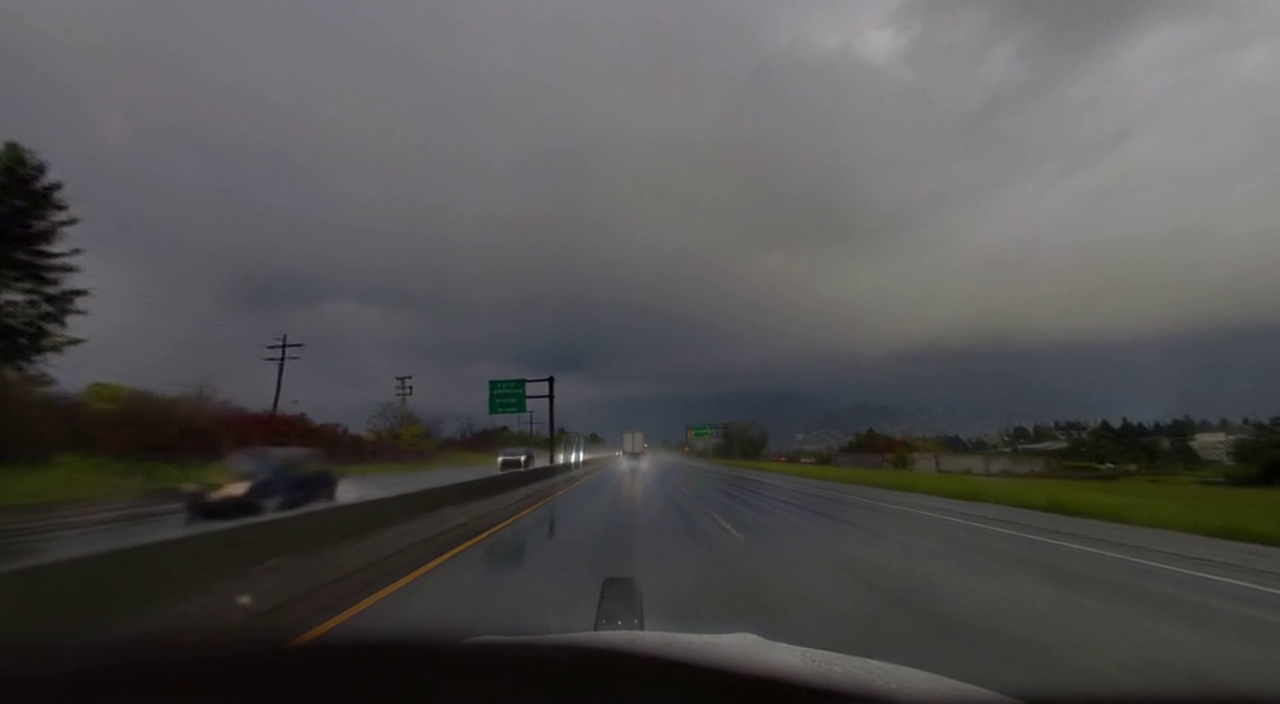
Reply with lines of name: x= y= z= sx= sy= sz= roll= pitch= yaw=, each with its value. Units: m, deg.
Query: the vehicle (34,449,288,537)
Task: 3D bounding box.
vehicle: x=-9.644 y=2.816 z=13.221 sx=1.868 sy=1.511 sz=4.410 roll=0 pitch=-9 yaw=0

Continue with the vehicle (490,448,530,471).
vehicle: x=-9.683 y=8.013 z=47.043 sx=2.016 sy=1.620 sz=4.735 roll=0 pitch=-9 yaw=0
